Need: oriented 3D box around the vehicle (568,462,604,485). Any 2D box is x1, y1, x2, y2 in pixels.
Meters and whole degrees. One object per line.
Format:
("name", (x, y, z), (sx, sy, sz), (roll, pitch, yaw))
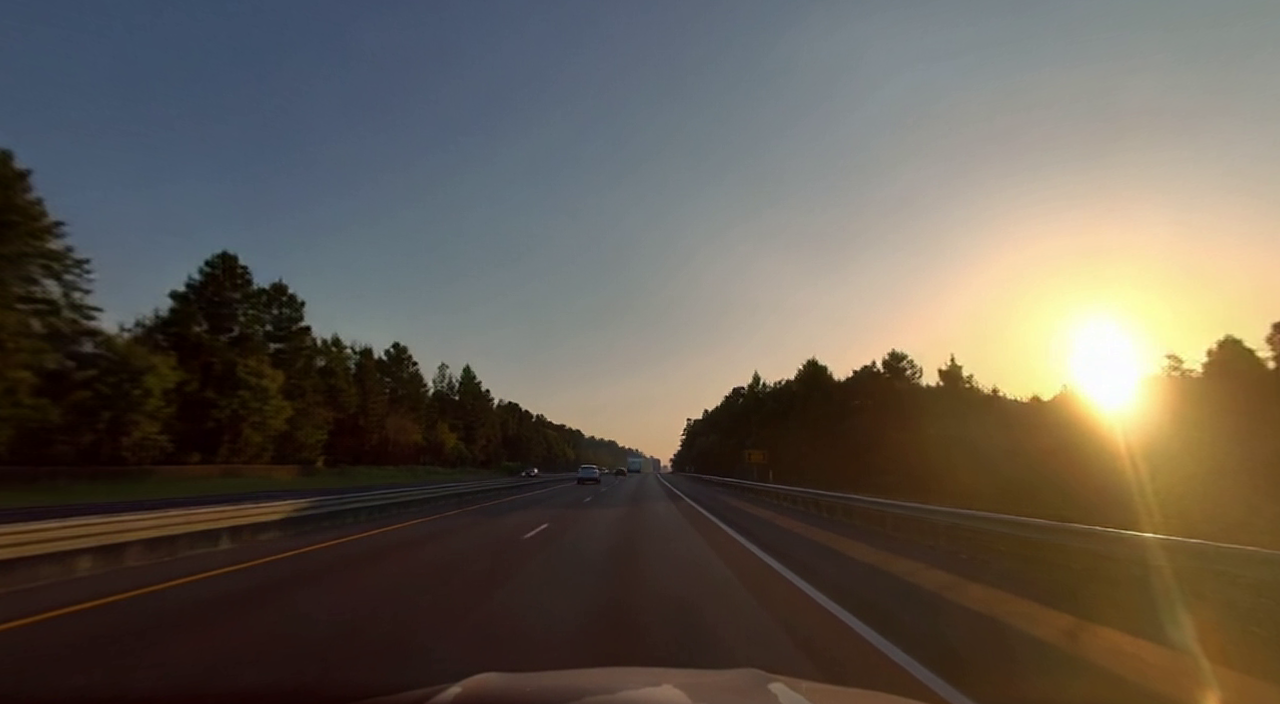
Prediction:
("vehicle", (-3.883, 8.906, 46.292), (2.180, 1.618, 4.219), (1, -10, 1))
